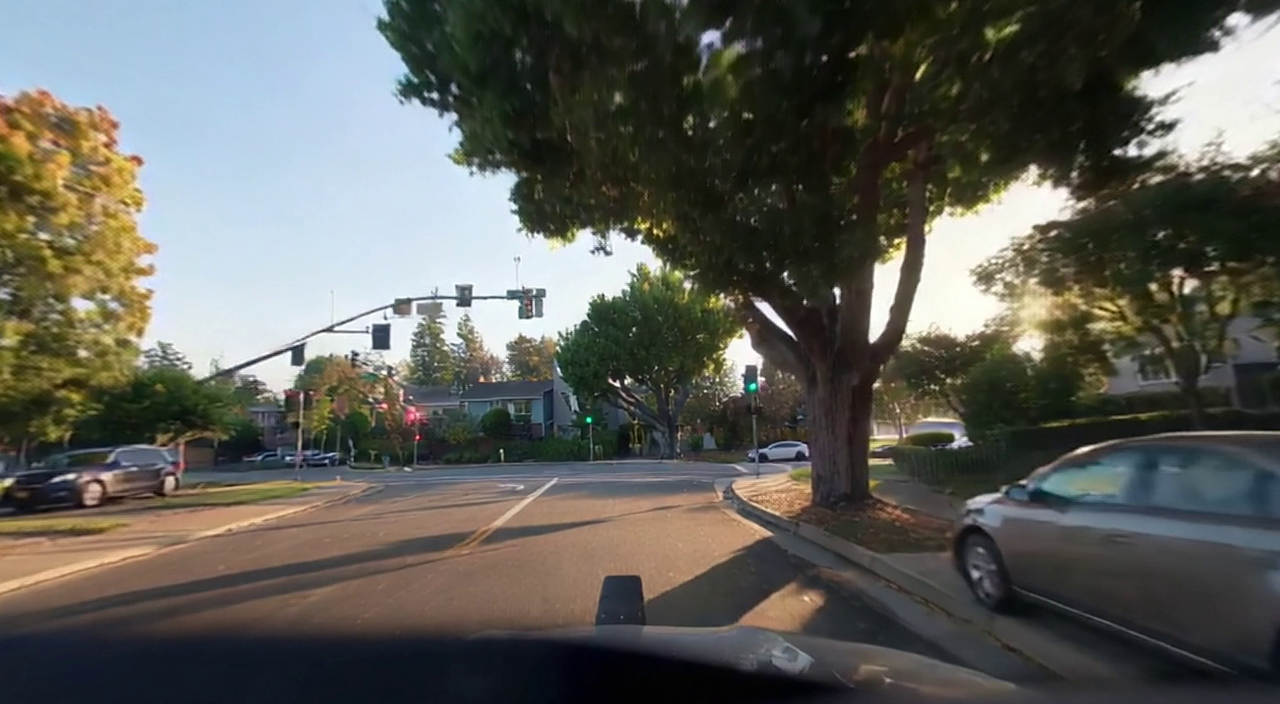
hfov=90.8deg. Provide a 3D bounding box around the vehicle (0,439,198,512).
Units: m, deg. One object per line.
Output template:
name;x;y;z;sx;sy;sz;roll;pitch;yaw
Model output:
vehicle;-14.152;3.125;16.639;2.003;1.637;4.297;0;-8;-2

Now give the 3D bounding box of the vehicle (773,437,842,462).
vehicle;10.465;6.118;39.668;3.815;1.504;1.790;0;-8;0

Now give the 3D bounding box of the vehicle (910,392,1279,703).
vehicle;3.655;1.065;3.701;2.065;1.478;4.828;0;-8;1
